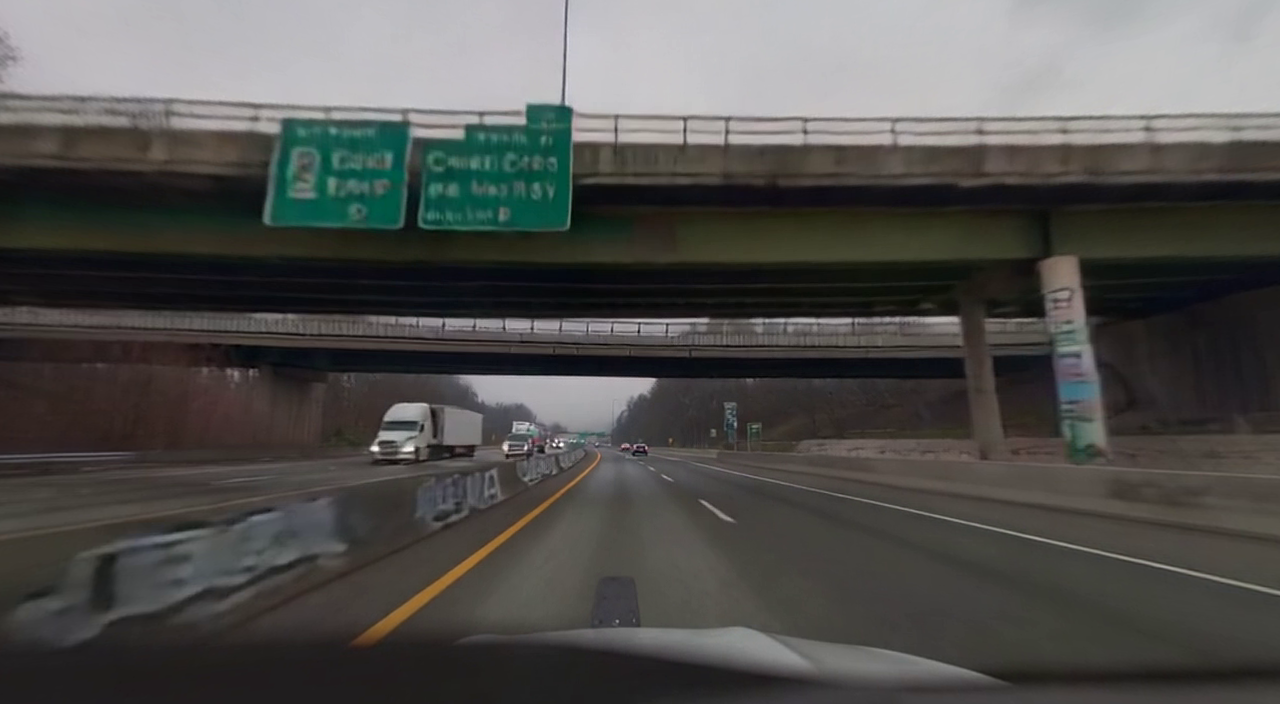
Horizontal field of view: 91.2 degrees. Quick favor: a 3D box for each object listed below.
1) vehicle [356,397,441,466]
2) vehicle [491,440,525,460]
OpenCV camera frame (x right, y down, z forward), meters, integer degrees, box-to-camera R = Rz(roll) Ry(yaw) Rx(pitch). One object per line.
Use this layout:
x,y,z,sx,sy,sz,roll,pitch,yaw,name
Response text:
-14.507,4.901,38.205,2.987,3.824,5.991,0,-9,-3,vehicle
-10.425,7.776,49.826,1.879,1.505,4.047,0,-9,-1,vehicle
